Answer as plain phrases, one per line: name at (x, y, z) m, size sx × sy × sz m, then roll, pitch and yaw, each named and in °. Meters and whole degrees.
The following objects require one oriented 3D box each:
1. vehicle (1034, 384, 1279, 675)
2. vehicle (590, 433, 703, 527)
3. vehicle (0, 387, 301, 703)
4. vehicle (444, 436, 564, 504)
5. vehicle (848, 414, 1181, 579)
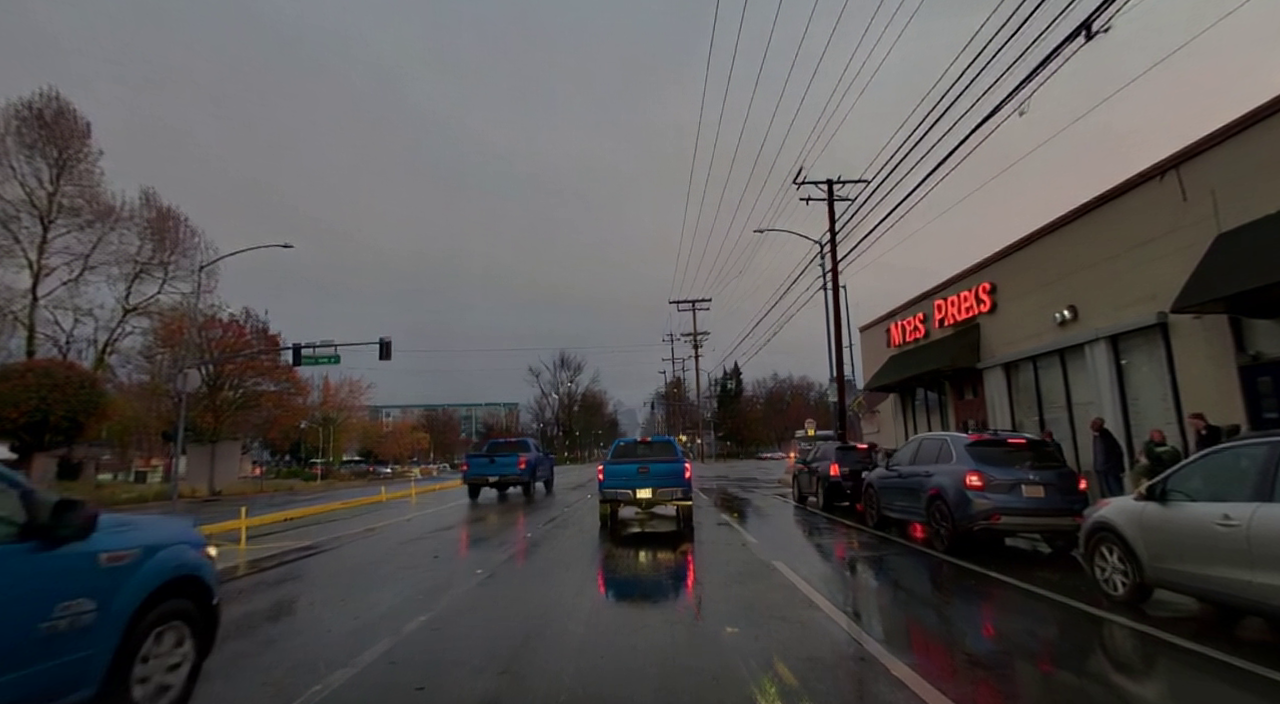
vehicle at (4.921, 1.093, 3.867) m, size 2.014 × 1.755 × 4.520 m, roll 0°, pitch -9°, yaw 0°
vehicle at (0.203, 2.742, 14.112) m, size 2.089 × 1.699 × 4.650 m, roll 0°, pitch -9°, yaw 2°
vehicle at (-3.209, 0.809, 1.550) m, size 1.995 × 1.554 × 4.618 m, roll 0°, pitch -9°, yaw 3°
vehicle at (-3.923, 3.519, 19.323) m, size 2.140 × 1.768 × 5.092 m, roll 0°, pitch -9°, yaw 5°
vehicle at (4.926, 1.960, 9.421) m, size 2.007 × 1.786 × 4.870 m, roll 0°, pitch -9°, yaw 1°
